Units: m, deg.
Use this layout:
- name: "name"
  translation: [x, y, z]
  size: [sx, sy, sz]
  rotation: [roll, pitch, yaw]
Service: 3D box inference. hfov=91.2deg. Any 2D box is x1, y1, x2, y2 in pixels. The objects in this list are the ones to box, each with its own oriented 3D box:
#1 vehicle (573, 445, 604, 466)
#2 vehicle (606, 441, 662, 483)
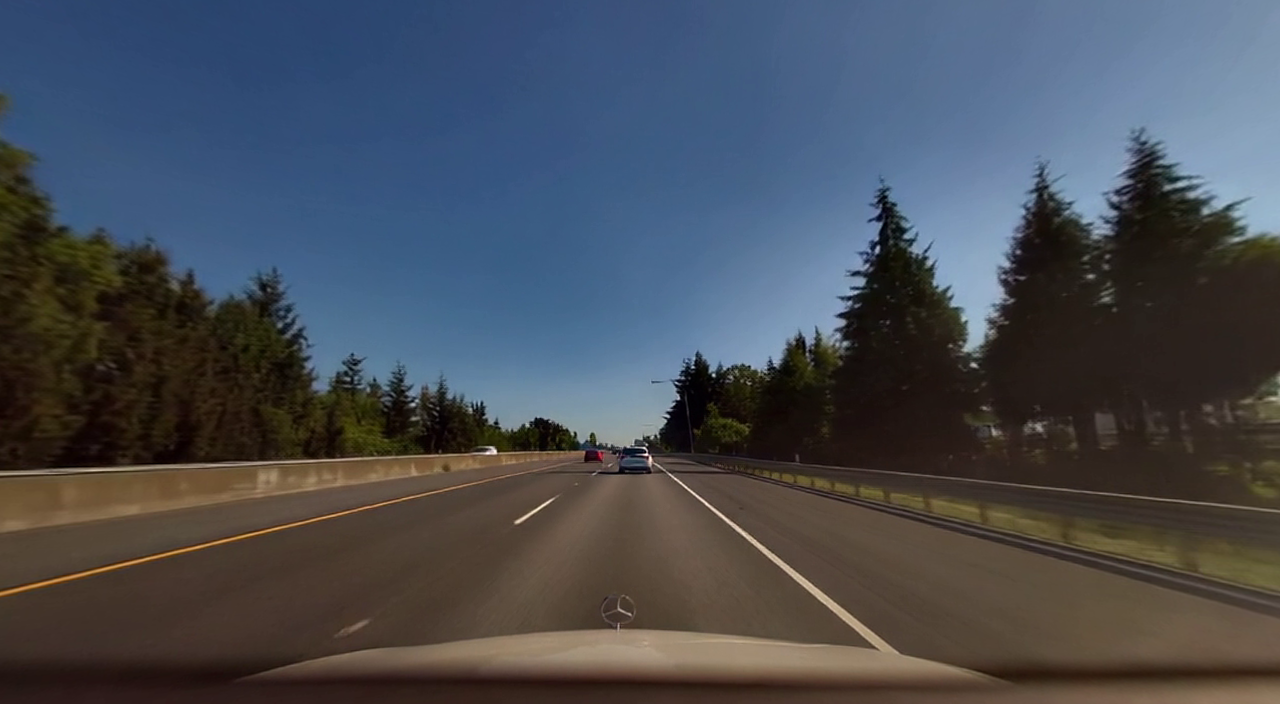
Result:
- name: "vehicle"
  translation: [-3.838, 7.777, 47.204]
  size: [1.994, 1.470, 3.752]
  rotation: [-1, -9, -1]
- name: "vehicle"
  translation: [-0.266, 4.379, 25.175]
  size: [2.066, 1.490, 3.759]
  rotation: [0, -9, -1]
